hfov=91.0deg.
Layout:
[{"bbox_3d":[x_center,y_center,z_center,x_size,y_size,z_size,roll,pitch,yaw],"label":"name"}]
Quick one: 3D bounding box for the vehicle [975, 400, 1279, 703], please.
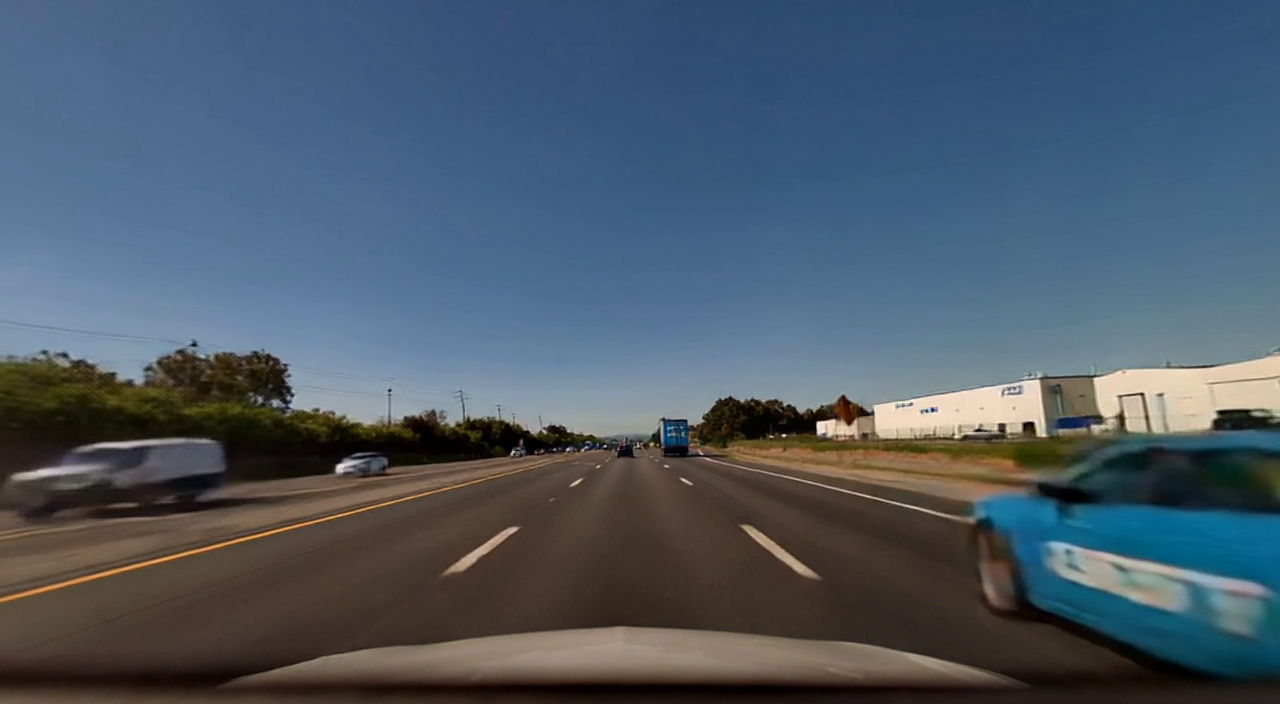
[{"bbox_3d":[3.705,0.987,2.935,2.048,1.482,3.956,0,-8,-1],"label":"vehicle"}]
